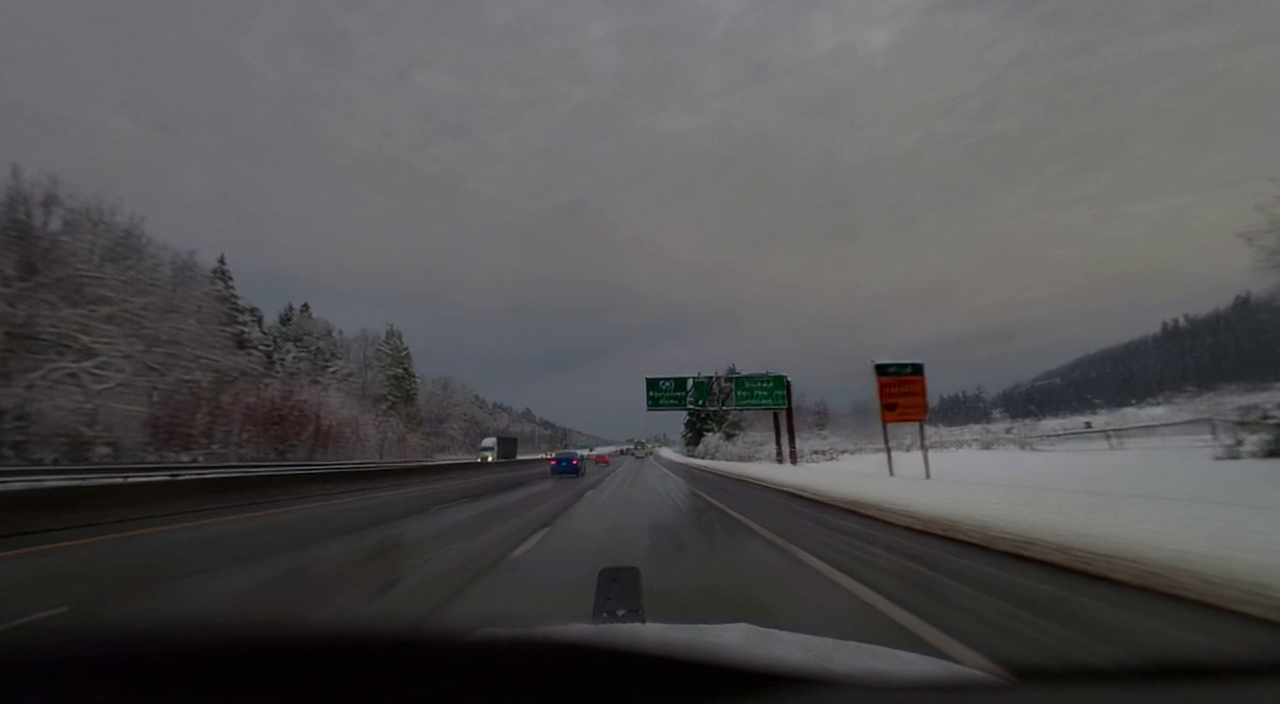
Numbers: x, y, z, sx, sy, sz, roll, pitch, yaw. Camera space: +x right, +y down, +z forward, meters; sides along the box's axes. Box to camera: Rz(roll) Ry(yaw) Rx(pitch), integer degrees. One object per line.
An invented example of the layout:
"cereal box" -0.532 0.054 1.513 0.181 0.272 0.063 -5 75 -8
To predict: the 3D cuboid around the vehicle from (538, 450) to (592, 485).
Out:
"vehicle" -3.553 5.551 30.573 2.121 1.537 3.852 0 -9 0
